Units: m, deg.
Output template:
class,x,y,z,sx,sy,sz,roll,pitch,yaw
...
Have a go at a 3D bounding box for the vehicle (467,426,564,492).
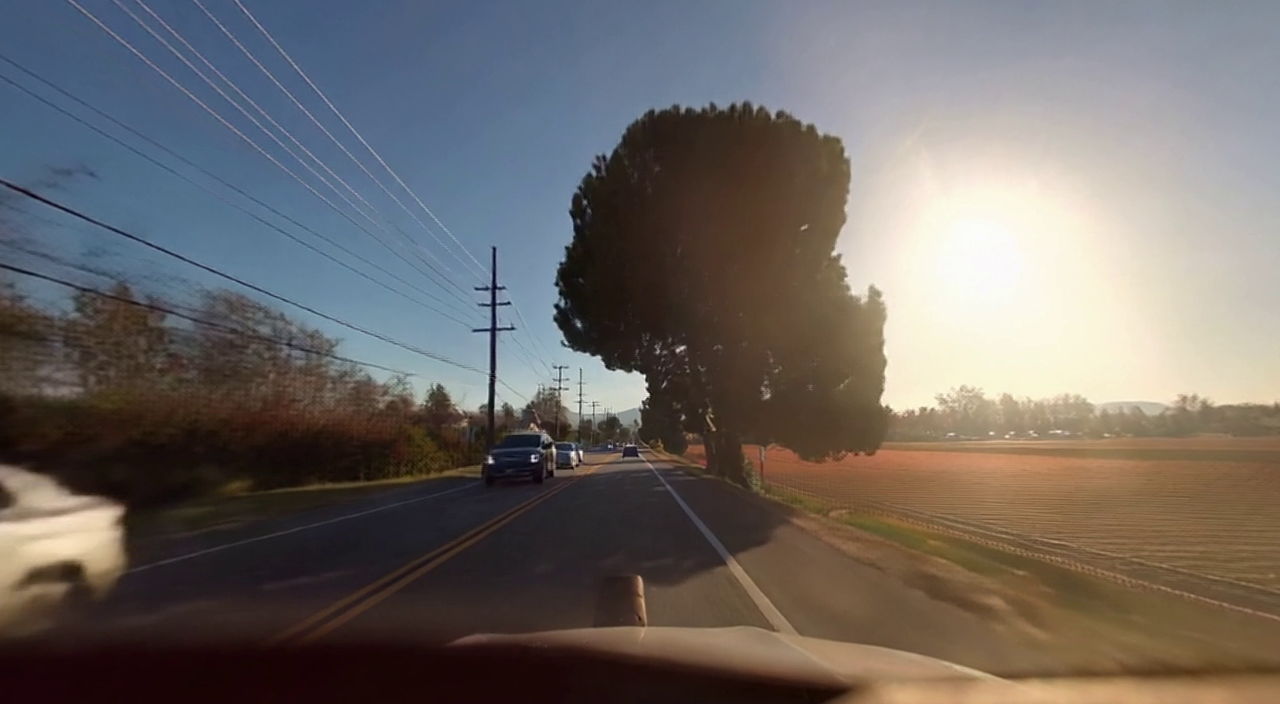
class,x,y,z,sx,sy,sz,roll,pitch,yaw
vehicle,-4.787,4.207,25.405,2.762,2.167,6.359,-2,-8,-2
